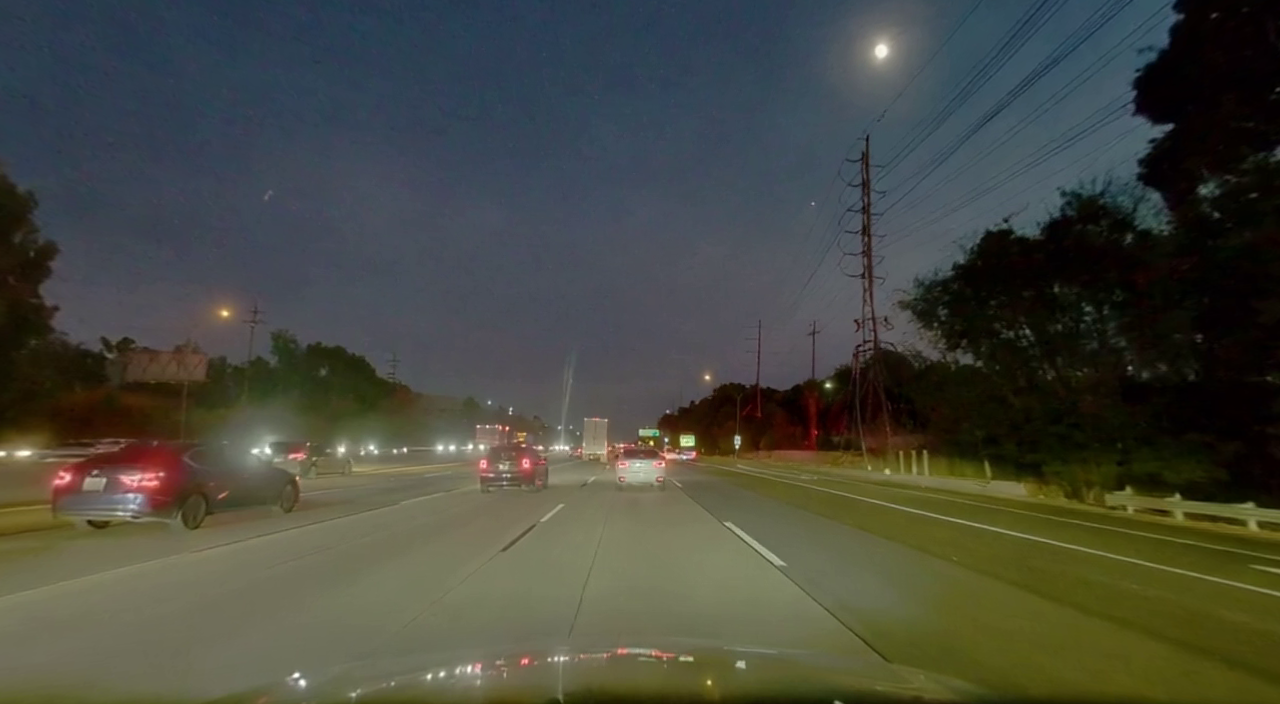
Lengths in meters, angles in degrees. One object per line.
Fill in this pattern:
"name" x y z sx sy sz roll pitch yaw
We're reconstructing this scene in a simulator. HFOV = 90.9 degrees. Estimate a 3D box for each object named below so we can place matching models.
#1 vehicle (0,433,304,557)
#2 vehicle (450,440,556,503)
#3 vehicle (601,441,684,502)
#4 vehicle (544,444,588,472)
"vehicle" -7.381 2.032 9.732 1.867 1.445 4.499 0 -9 1
"vehicle" -3.506 3.130 16.967 1.912 1.464 4.115 0 -9 0
"vehicle" -0.036 3.246 17.604 2.018 1.470 4.491 0 -9 -3
"vehicle" -4.068 5.902 35.279 2.013 1.437 3.801 0 -9 0
